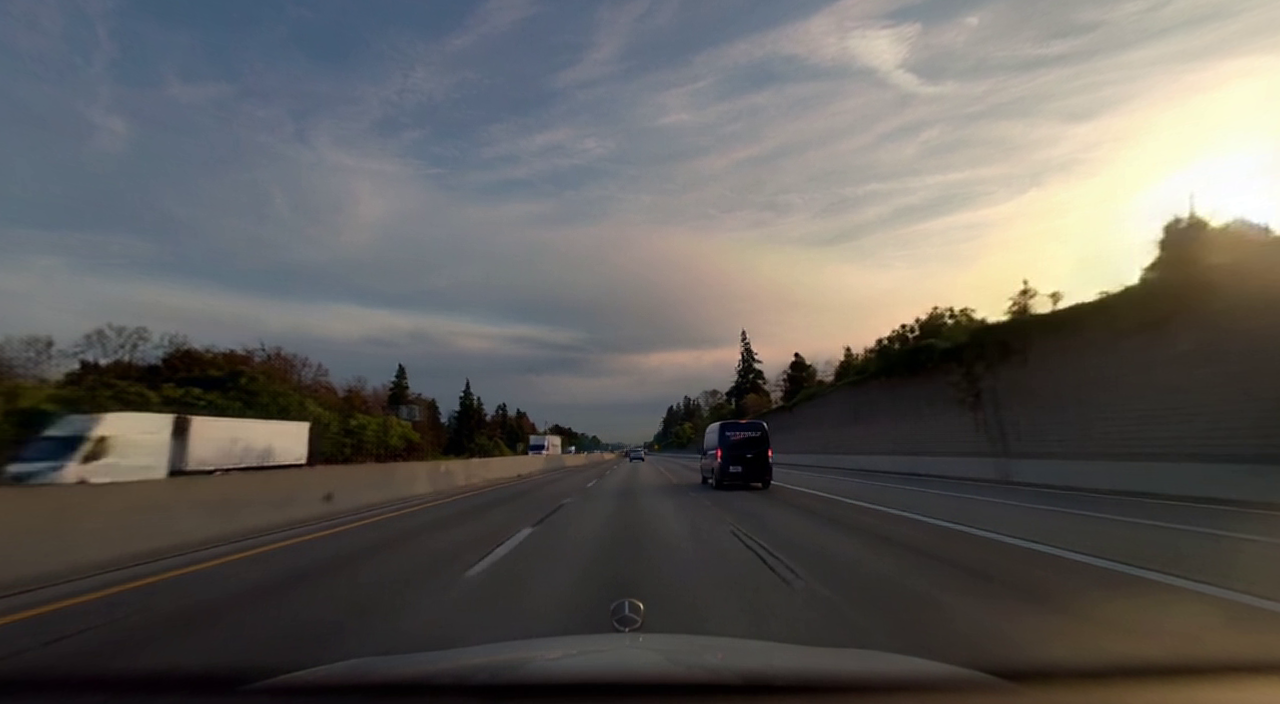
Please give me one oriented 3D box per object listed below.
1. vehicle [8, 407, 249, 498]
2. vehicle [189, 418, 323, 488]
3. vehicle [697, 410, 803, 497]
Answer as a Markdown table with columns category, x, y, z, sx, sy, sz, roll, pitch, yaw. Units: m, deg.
| category | x | y | z | sx | sy | sz | roll | pitch | yaw |
| --- | --- | --- | --- | --- | --- | --- | --- | --- | --- |
| vehicle | -24.100 | 4.929 | 30.997 | 2.946 | 3.683 | 10.509 | 0 | -9 | 0 |
| vehicle | -24.155 | 6.441 | 40.461 | 3.116 | 3.980 | 8.474 | 0 | -9 | 0 |
| vehicle | 3.533 | 3.471 | 21.697 | 2.373 | 2.561 | 5.922 | 0 | -9 | -2 |
